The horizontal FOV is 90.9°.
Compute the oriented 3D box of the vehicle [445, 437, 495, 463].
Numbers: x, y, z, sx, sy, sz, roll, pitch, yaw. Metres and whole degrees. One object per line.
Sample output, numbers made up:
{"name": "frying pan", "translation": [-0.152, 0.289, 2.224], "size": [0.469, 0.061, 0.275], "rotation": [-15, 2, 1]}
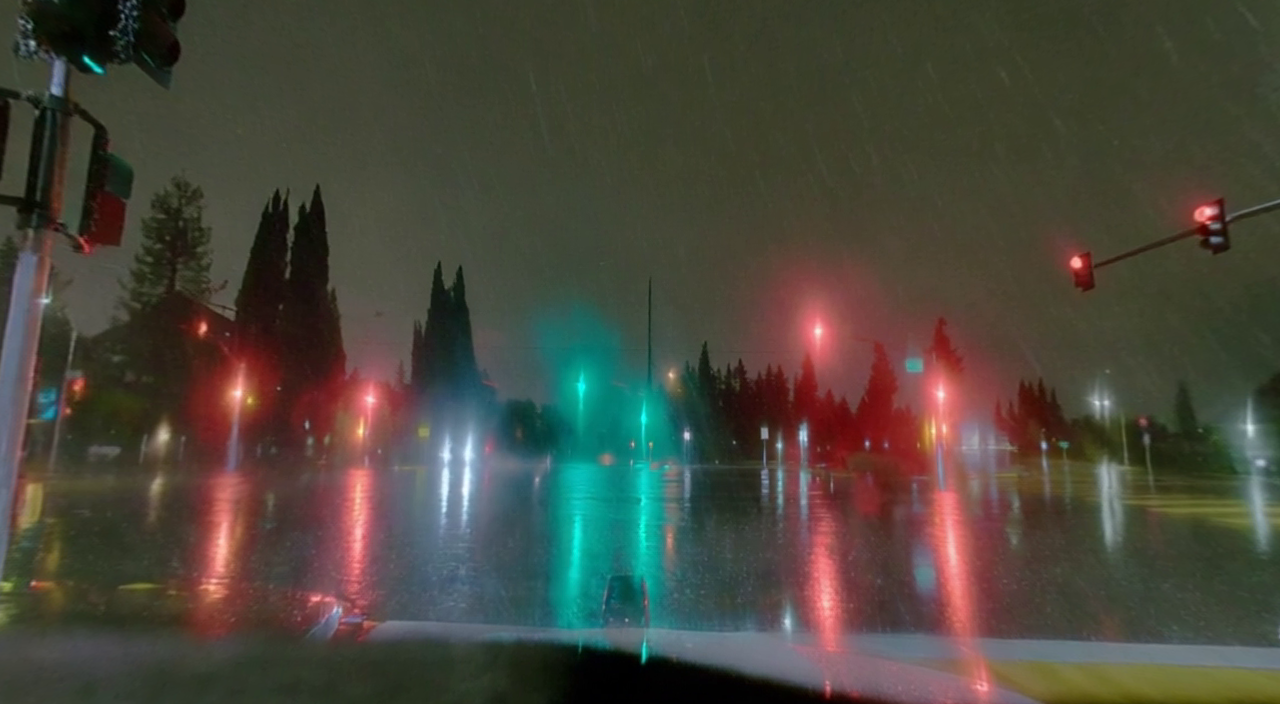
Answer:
{"name": "vehicle", "translation": [-12.581, 7.286, 46.970], "size": [2.238, 1.827, 5.007], "rotation": [0, -8, 1]}
